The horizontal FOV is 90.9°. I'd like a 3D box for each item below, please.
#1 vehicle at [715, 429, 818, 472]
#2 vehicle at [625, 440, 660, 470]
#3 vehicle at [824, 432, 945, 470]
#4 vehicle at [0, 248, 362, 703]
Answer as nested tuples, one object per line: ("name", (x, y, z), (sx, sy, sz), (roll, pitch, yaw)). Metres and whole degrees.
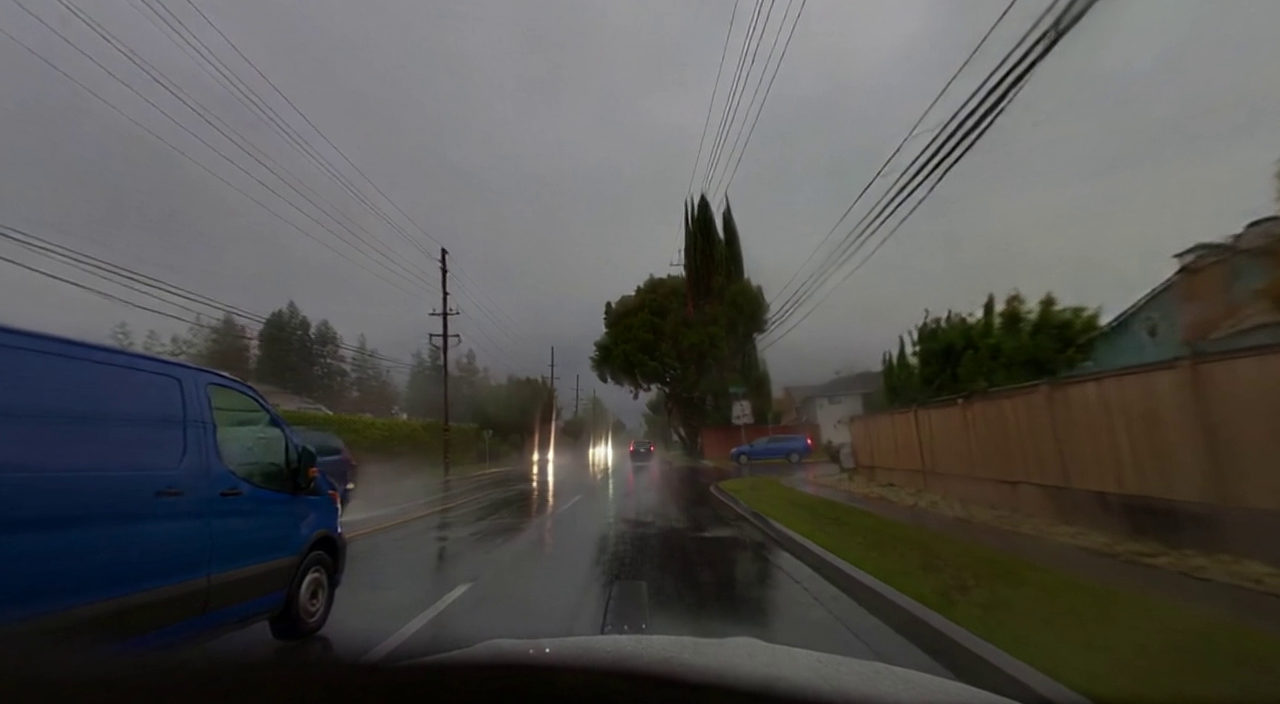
("vehicle", (6.791, 5.264, 33.660), (5.012, 1.711, 2.457), (-8, -9, 14))
("vehicle", (0.176, 6.391, 39.234), (2.120, 1.718, 3.909), (0, -9, 1))
("vehicle", (10.261, 4.179, 26.726), (4.295, 1.505, 1.918), (0, -8, 1))
("vehicle", (-3.568, 0.694, 2.328), (2.336, 2.152, 5.866), (0, -9, 1))
